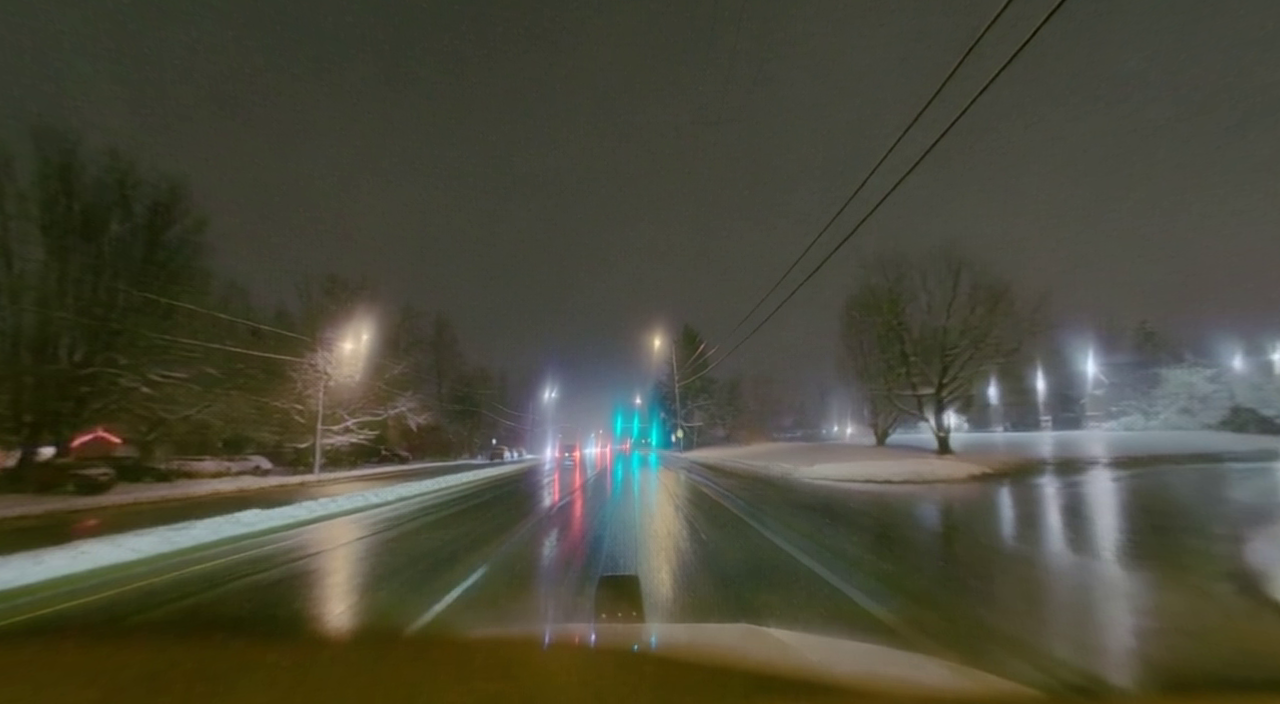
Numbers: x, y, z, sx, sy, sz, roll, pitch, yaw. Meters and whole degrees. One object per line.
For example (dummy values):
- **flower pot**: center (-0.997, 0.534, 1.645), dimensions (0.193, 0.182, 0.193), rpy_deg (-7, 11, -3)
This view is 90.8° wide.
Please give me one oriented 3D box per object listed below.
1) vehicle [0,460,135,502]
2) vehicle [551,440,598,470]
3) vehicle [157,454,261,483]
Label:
- **vehicle**: center (-22.227, 4.886, 24.121), dimensions (4.252, 1.458, 1.915), rpy_deg (0, -8, 1)
- **vehicle**: center (-3.415, 5.444, 33.656), dimensions (2.030, 1.467, 4.251), rpy_deg (0, -8, 0)
- **vehicle**: center (-23.908, 6.457, 35.175), dimensions (4.235, 1.456, 2.171), rpy_deg (0, -8, 0)
